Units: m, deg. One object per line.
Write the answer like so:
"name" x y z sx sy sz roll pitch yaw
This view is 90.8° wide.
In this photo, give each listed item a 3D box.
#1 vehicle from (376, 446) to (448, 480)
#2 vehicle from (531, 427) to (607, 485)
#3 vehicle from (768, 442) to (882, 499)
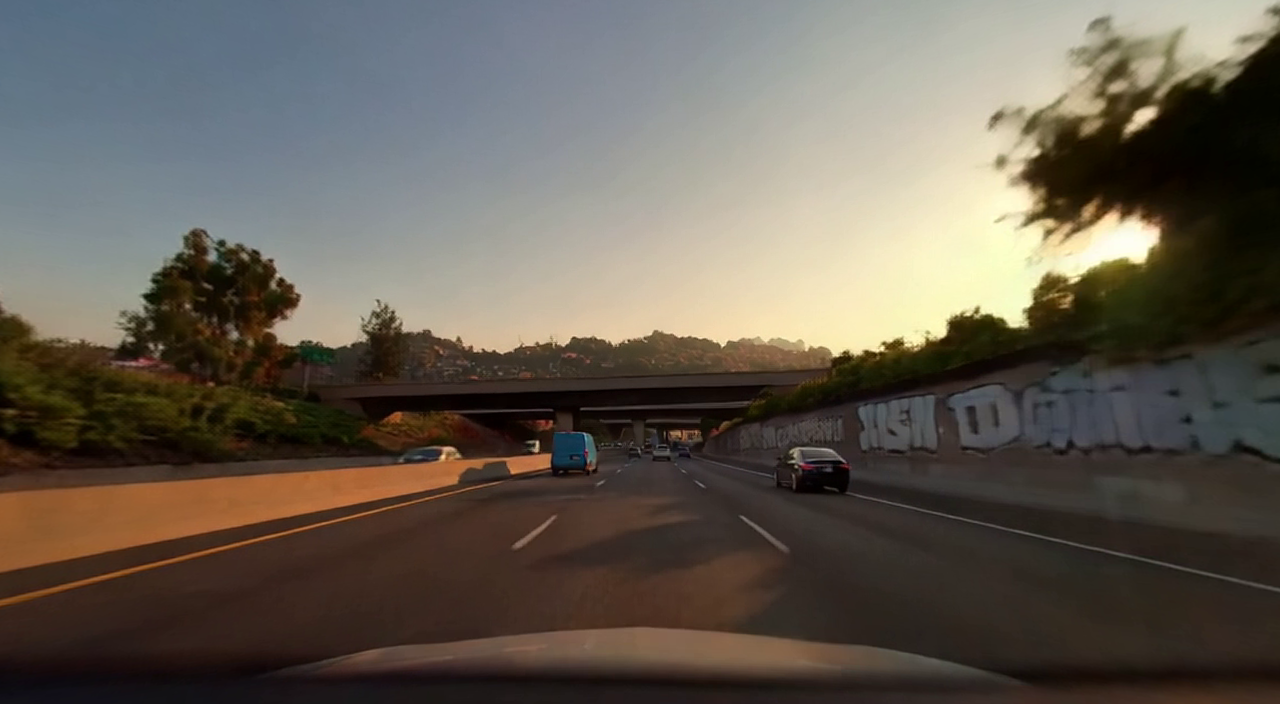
"vehicle" -11.586 5.627 32.375 1.948 1.598 4.306 0 -8 1
"vehicle" -2.652 4.057 24.907 2.310 2.030 5.094 0 -8 1
"vehicle" 5.370 3.482 19.048 1.972 1.492 4.623 0 -8 -1
